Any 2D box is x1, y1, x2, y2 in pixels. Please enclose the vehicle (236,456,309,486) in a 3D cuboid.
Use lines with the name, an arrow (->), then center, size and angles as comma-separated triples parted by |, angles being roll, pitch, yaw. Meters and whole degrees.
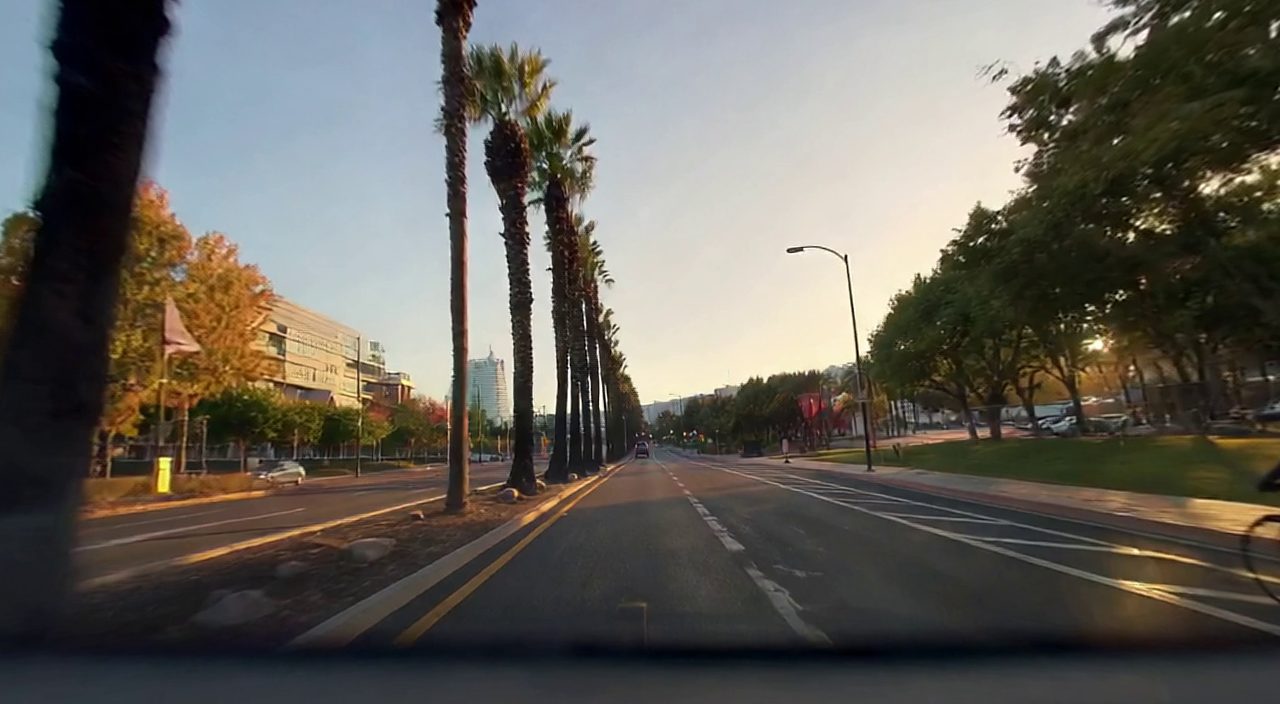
vehicle -> -22.107, 7.147, 38.099 | 1.809, 1.591, 4.245 | 0, -8, 0
